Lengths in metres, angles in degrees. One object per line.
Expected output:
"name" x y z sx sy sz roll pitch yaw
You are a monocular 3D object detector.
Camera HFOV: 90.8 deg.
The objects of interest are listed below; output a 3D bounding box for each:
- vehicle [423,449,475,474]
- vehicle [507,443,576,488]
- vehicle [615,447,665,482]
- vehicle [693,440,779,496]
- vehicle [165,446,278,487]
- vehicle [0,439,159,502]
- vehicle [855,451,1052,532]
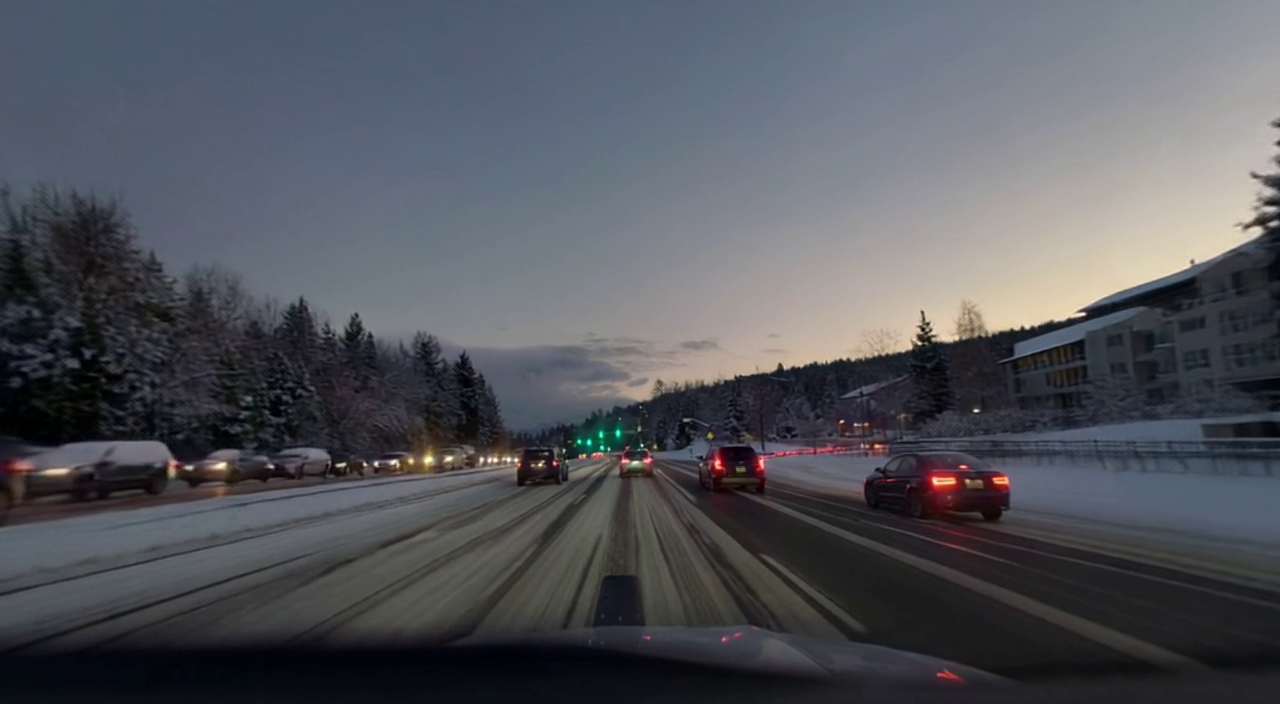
"vehicle" -12.581 7.223 41.961 2.043 1.571 4.946 0 -8 -2
"vehicle" -3.953 4.635 26.183 2.172 1.671 4.175 0 -8 0
"vehicle" -0.029 5.212 29.606 2.155 1.486 4.403 0 -8 -1
"vehicle" 3.130 3.888 21.612 2.161 1.716 4.194 0 -8 -2
"vehicle" -19.063 5.202 29.082 2.186 1.676 4.444 0 -8 -1
"vehicle" -19.110 3.873 21.190 2.062 1.840 4.951 0 -8 -1
"vehicle" 6.486 2.887 13.734 1.945 1.408 4.288 0 -8 -2
